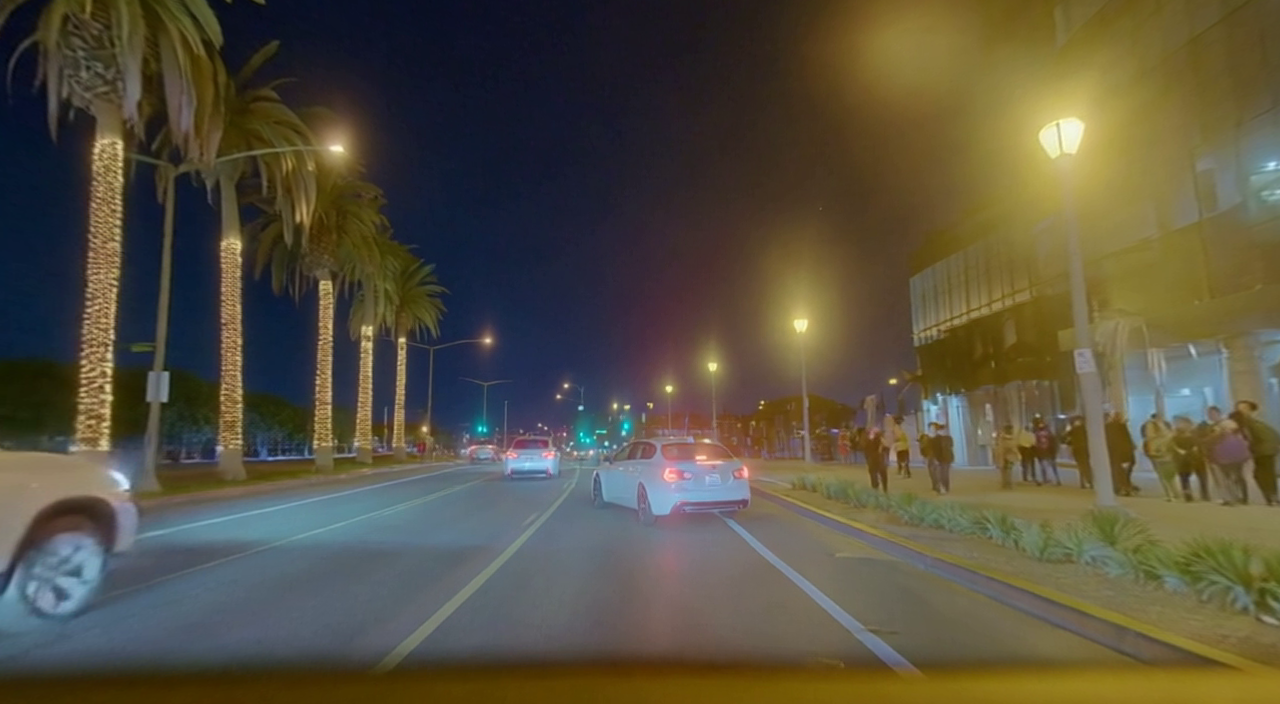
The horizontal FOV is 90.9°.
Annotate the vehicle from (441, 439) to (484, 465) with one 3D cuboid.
[{"bbox_3d":[-11.721,6.623,41.966,1.930,1.583,4.423,0,-9,-5],"label":"vehicle"}]

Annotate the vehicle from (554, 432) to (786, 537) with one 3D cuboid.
[{"bbox_3d":[0.263,2.265,11.521,1.930,1.477,4.657,5,-10,-31],"label":"vehicle"}]

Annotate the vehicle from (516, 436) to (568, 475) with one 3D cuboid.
[{"bbox_3d":[-4.406,4.722,28.968,2.039,1.628,4.331,0,-9,-4],"label":"vehicle"}]

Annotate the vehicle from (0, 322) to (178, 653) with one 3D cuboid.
[{"bbox_3d":[-5.025,0.665,2.665,2.164,2.047,5.455,0,-9,-3],"label":"vehicle"}]
